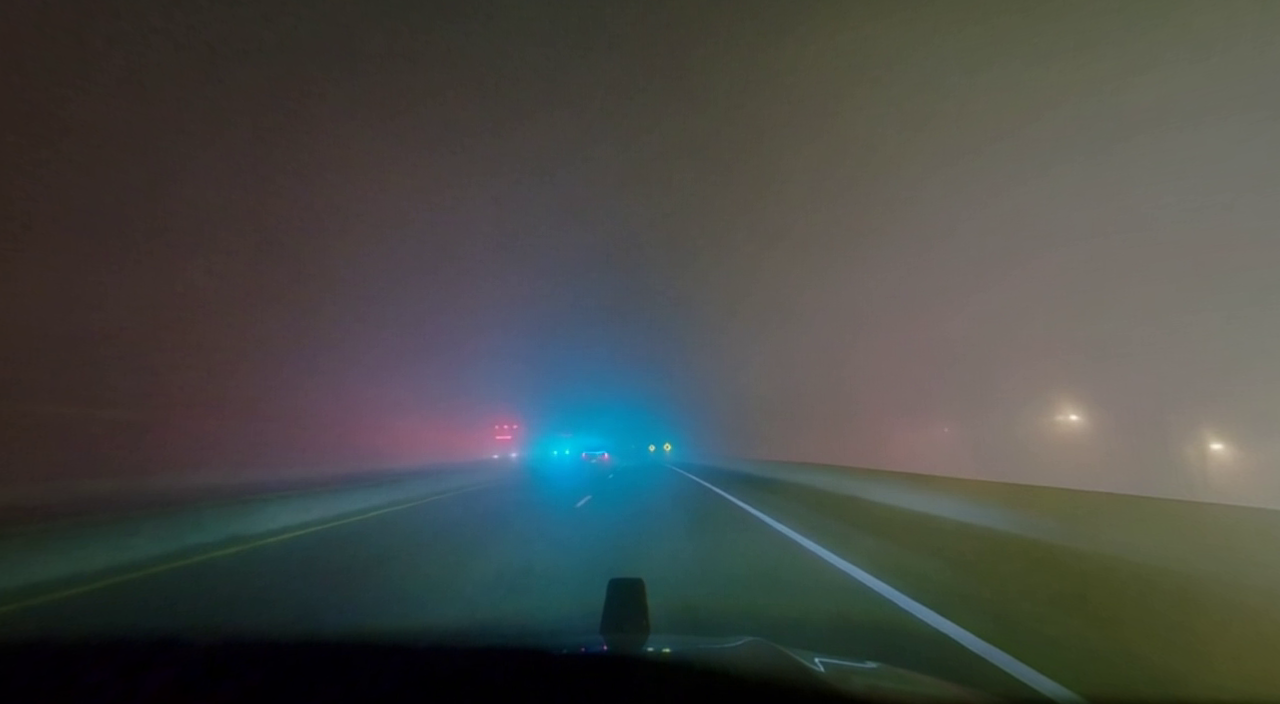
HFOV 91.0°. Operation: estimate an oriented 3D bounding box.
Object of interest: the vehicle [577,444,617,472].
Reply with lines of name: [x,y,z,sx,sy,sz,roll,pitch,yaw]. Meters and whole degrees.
vehicle: [-2.459,6.172,36.788,2.050,1.530,4.144,0,-8,0]
